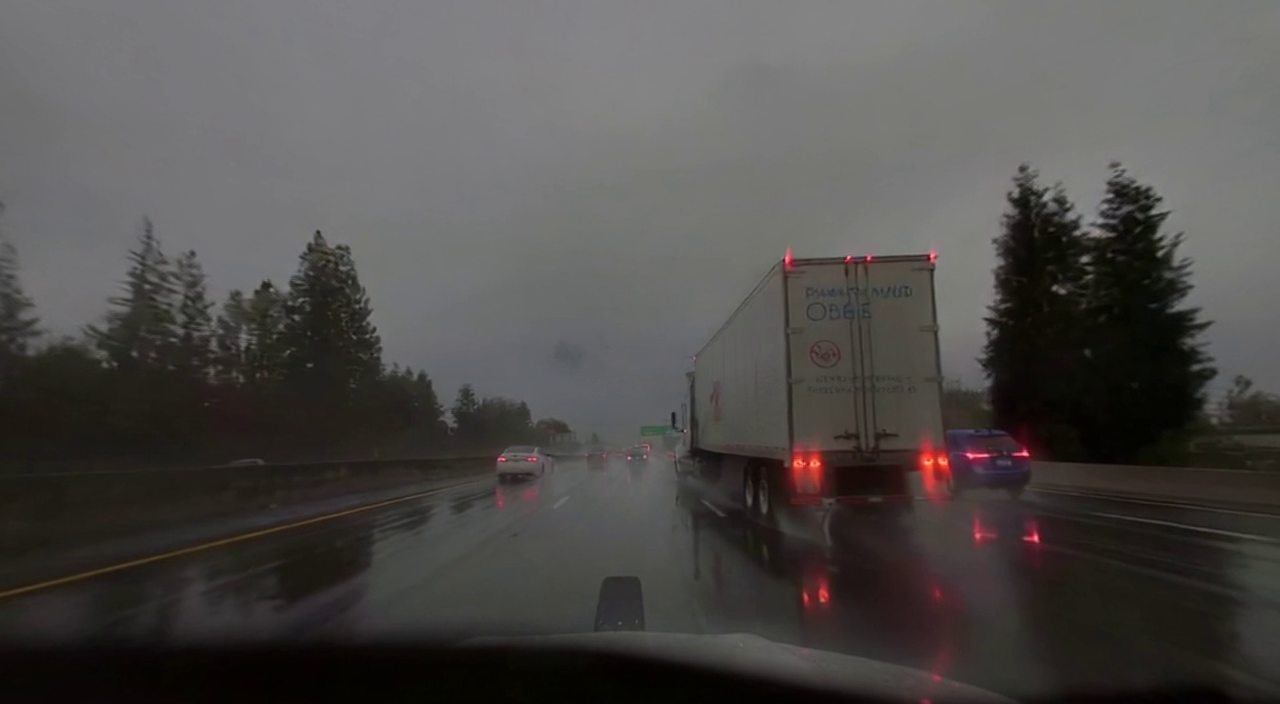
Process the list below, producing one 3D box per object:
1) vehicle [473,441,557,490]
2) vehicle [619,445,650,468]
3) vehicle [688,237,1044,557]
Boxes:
[{"bbox_3d":[-4.157,3.825,21.581,1.968,1.507,3.829,0,-8,2],"label":"vehicle"},{"bbox_3d":[-0.322,7.215,43.634,2.047,1.485,3.938,0,-8,1],"label":"vehicle"},{"bbox_3d":[3.442,1.675,16.112,2.907,4.109,16.177,0,-8,-1],"label":"vehicle"}]
